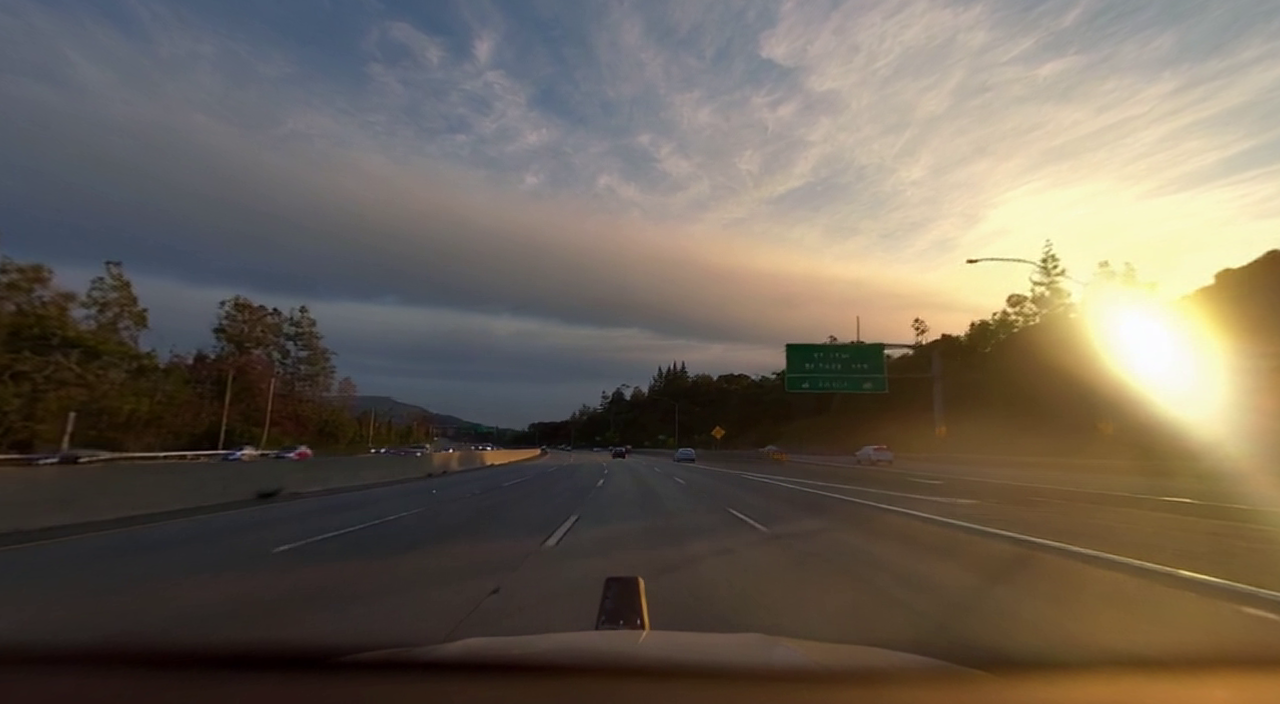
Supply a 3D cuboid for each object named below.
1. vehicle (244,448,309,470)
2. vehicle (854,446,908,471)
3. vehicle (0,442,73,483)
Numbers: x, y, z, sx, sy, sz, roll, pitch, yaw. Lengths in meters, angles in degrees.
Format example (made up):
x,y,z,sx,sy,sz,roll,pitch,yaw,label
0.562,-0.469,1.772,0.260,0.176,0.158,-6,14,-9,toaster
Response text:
x,y,z,sx,sy,sz,roll,pitch,yaw,label
-26.577,7.827,46.249,1.922,1.519,4.830,0,-9,-1,vehicle
16.273,7.217,42.699,1.955,1.607,4.232,0,-9,0,vehicle
-27.603,4.760,27.271,1.937,1.701,4.515,0,-9,-2,vehicle
